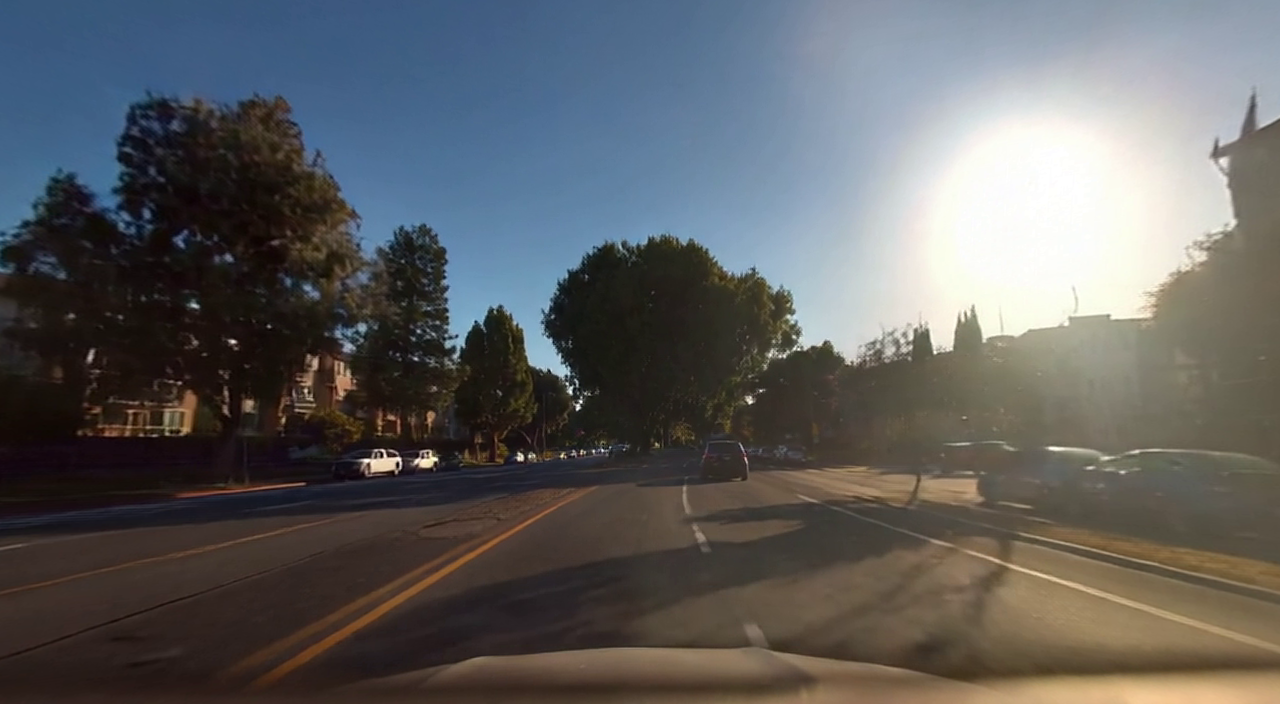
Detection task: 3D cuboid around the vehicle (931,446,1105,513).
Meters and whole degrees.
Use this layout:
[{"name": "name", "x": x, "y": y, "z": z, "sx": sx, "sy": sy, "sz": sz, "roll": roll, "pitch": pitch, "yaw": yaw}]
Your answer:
[{"name": "vehicle", "x": 9.510, "y": 3.195, "z": 16.435, "sx": 1.928, "sy": 1.482, "sz": 4.461, "roll": -1, "pitch": -9, "yaw": 3}]

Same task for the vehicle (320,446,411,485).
[{"name": "vehicle", "x": -16.101, "y": 6.658, "z": 37.539, "sx": 2.239, "sy": 1.926, "sz": 6.159, "roll": -3, "pitch": -8, "yaw": 5}]

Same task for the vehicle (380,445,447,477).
[{"name": "vehicle", "x": -15.722, "y": 7.580, "z": 44.243, "sx": 2.194, "sy": 2.022, "sz": 5.828, "roll": -1, "pitch": -9, "yaw": 4}]

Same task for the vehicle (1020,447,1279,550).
[{"name": "vehicle", "x": 9.197, "y": 2.461, "z": 11.411, "sx": 1.836, "sy": 1.461, "sz": 4.449, "roll": 0, "pitch": -9, "yaw": -1}]

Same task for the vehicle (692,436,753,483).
[{"name": "vehicle", "x": 3.307, "y": 4.407, "z": 26.212, "sx": 2.085, "sy": 1.763, "sz": 4.490, "roll": -1, "pitch": -9, "yaw": 2}]
